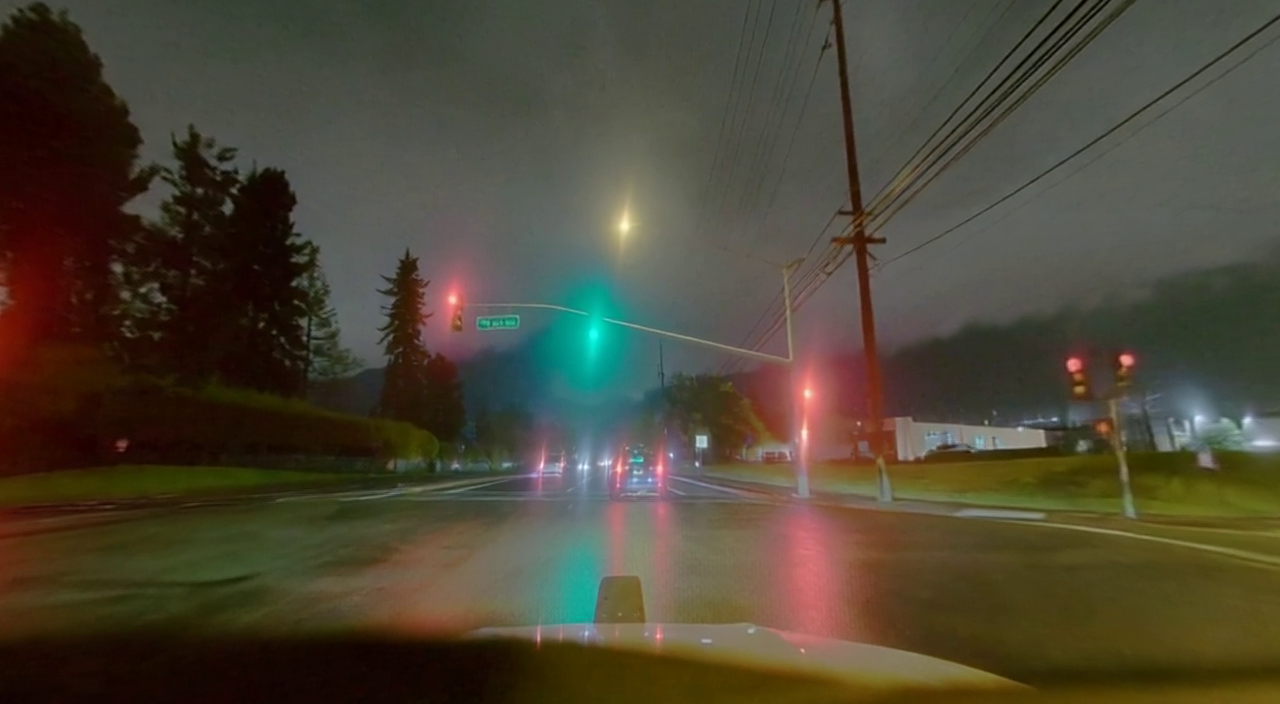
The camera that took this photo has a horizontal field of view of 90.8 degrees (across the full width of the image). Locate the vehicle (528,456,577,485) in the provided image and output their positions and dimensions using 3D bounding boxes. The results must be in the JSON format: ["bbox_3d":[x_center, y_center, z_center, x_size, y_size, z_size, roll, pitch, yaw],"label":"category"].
[{"bbox_3d":[-4.929,6.733,36.238,2.153,1.474,4.284,0,-9,0],"label":"vehicle"}]

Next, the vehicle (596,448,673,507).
[{"bbox_3d":[-0.182,3.824,19.763,2.156,1.636,3.923,0,-9,-1],"label":"vehicle"}]
